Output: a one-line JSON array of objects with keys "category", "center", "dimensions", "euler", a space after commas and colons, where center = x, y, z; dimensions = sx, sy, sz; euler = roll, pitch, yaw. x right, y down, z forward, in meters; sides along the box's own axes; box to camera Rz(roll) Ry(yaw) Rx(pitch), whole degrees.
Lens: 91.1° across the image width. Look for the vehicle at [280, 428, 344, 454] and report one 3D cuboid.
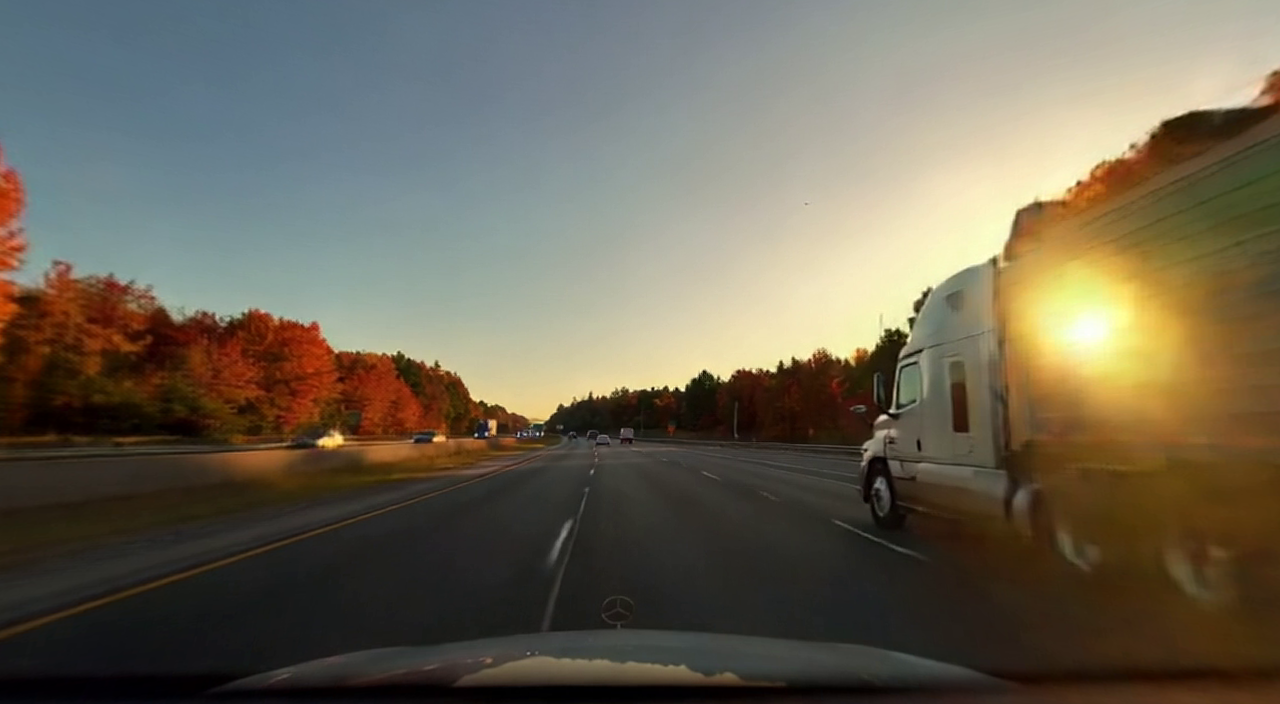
[{"category": "vehicle", "center": [-21.068, 5.748, 40.570], "dimensions": [1.867, 1.538, 4.656], "euler": [0, -8, -4]}]
